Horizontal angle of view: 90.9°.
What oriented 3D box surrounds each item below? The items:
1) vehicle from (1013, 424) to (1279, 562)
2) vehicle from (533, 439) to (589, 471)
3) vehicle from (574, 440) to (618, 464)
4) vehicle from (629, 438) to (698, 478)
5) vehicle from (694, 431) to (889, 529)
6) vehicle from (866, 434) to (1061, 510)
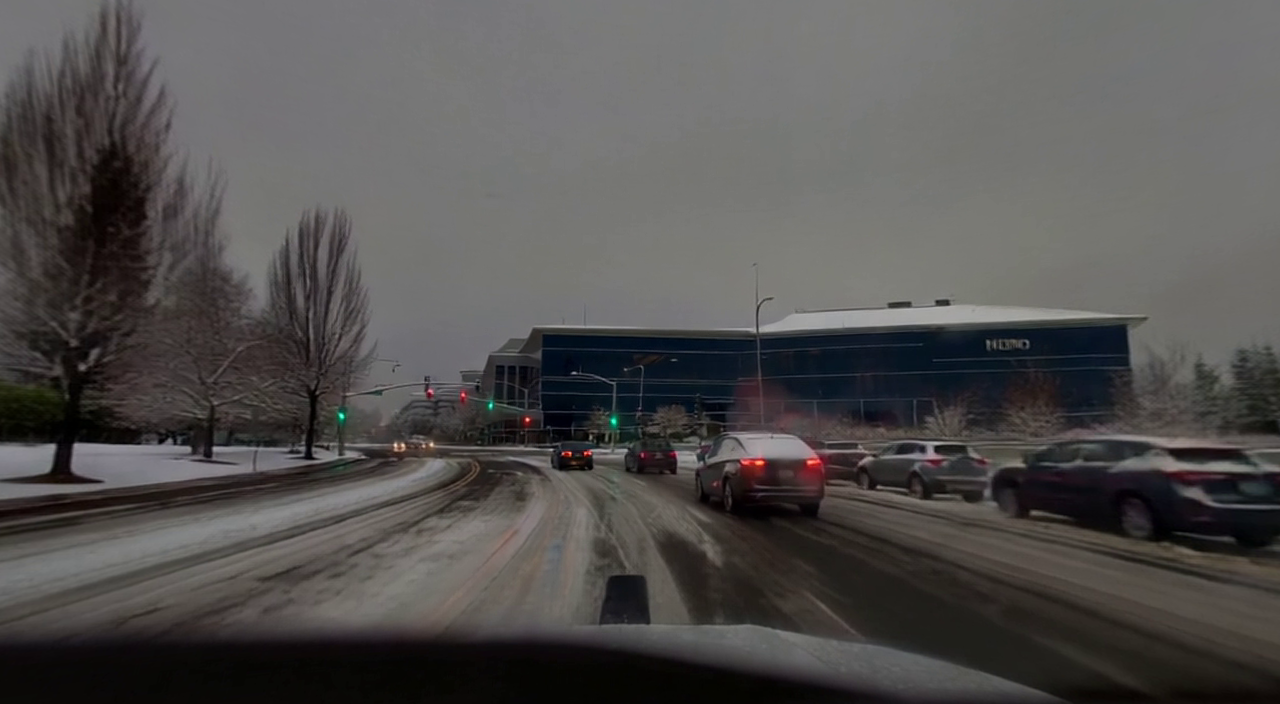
[{"bbox_3d":[7.676,1.805,8.741,1.882,1.469,4.766,1,-8,-3],"label":"vehicle"},{"bbox_3d":[-4.253,5.411,33.286,2.308,1.535,4.811,2,-9,-14],"label":"vehicle"},{"bbox_3d":[-2.976,6.620,41.737,1.957,1.463,4.701,2,-9,-16],"label":"vehicle"},{"bbox_3d":[0.866,4.365,26.202,1.984,1.476,4.488,1,-9,-10],"label":"vehicle"},{"bbox_3d":[2.521,2.280,11.893,2.280,1.472,4.426,1,-8,-4],"label":"vehicle"},{"bbox_3d":[7.167,2.680,14.605,1.820,1.450,4.408,1,-9,-6],"label":"vehicle"}]
